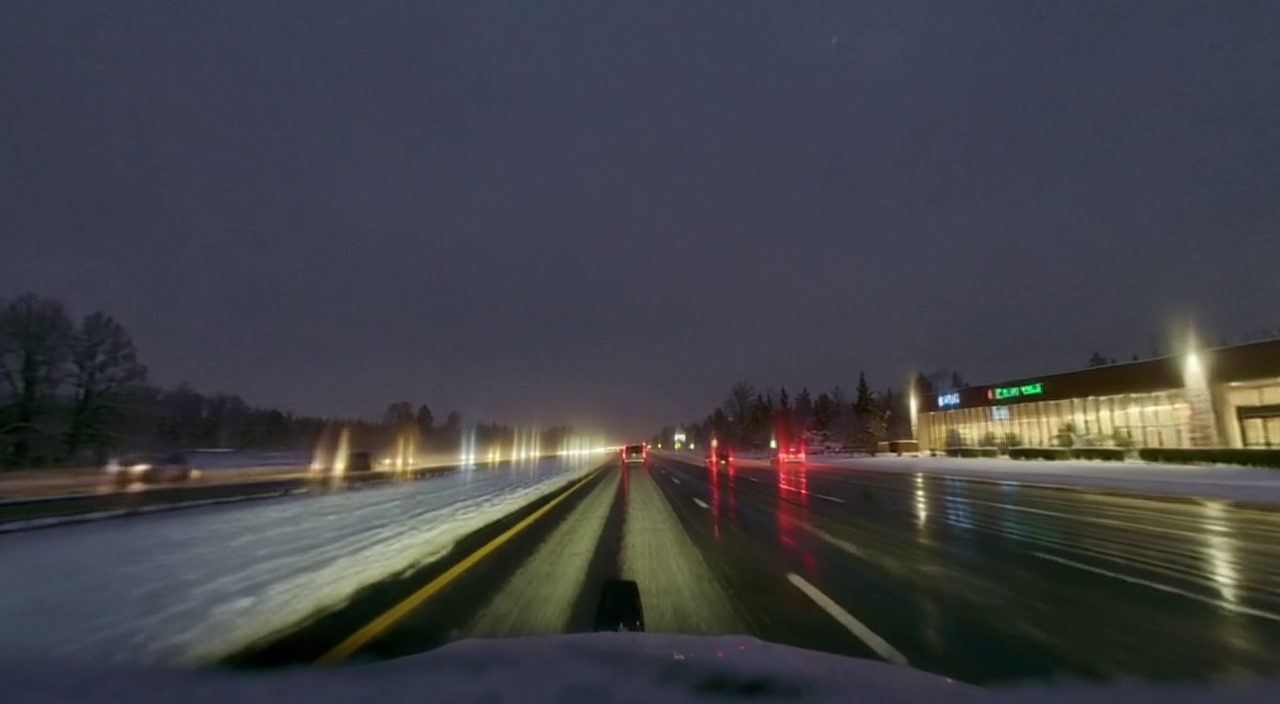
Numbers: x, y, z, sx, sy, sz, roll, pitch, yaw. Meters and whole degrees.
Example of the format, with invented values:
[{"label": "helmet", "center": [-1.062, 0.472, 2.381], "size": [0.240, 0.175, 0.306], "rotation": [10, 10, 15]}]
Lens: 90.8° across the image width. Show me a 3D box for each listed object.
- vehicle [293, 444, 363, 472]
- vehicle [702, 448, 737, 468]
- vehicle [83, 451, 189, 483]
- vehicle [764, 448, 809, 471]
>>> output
[{"label": "vehicle", "center": [-19.332, 6.551, 39.364], "size": [2.004, 1.635, 4.865], "rotation": [0, -9, -2]}, {"label": "vehicle", "center": [6.161, 8.269, 49.618], "size": [1.976, 1.477, 4.448], "rotation": [0, -9, -2]}, {"label": "vehicle", "center": [-26.598, 6.065, 33.590], "size": [1.926, 1.522, 4.600], "rotation": [0, -9, -2]}, {"label": "vehicle", "center": [10.085, 7.412, 43.907], "size": [1.953, 1.473, 4.512], "rotation": [0, -9, -2]}]
